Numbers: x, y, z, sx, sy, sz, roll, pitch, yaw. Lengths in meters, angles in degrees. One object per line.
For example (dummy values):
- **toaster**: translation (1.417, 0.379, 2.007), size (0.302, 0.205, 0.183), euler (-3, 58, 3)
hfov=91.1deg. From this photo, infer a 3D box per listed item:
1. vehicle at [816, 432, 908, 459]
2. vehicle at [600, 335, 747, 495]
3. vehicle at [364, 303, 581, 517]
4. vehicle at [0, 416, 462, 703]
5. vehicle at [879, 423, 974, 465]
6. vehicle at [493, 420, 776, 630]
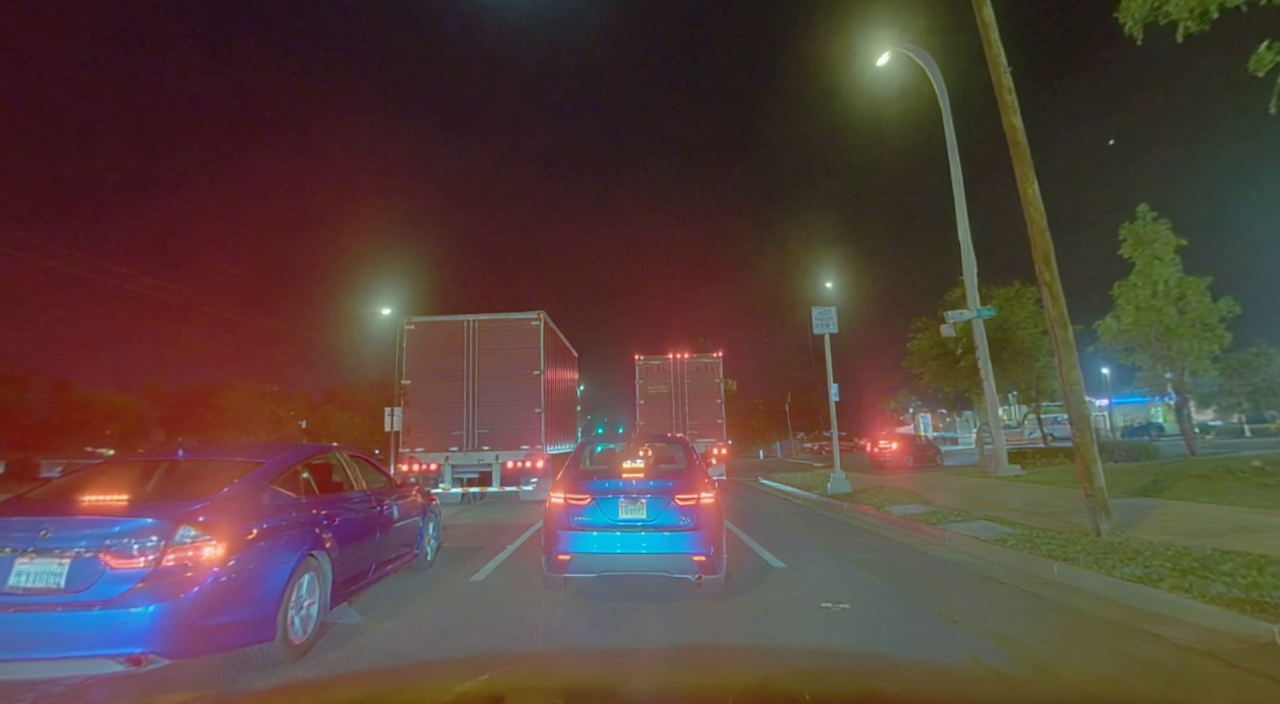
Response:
- **vehicle**: translation (12.571, 5.353, 35.809), size (4.574, 1.478, 1.880), euler (-1, -8, 4)
- **vehicle**: translation (0.540, 1.598, 16.516), size (2.803, 3.066, 8.341), euler (-1, -5, -2)
- **vehicle**: translation (-3.266, 1.509, 14.694), size (3.020, 3.800, 7.105), euler (0, -8, 0)
- **vehicle**: translation (-3.094, 1.368, 5.175), size (1.969, 1.471, 4.378), euler (0, -8, 0)
- **vehicle**: translation (12.866, 4.260, 28.563), size (1.969, 1.713, 4.681), euler (-1, -10, -1)
- **vehicle**: translation (-0.104, 1.571, 6.719), size (2.067, 1.506, 4.118), euler (0, -8, -2)
